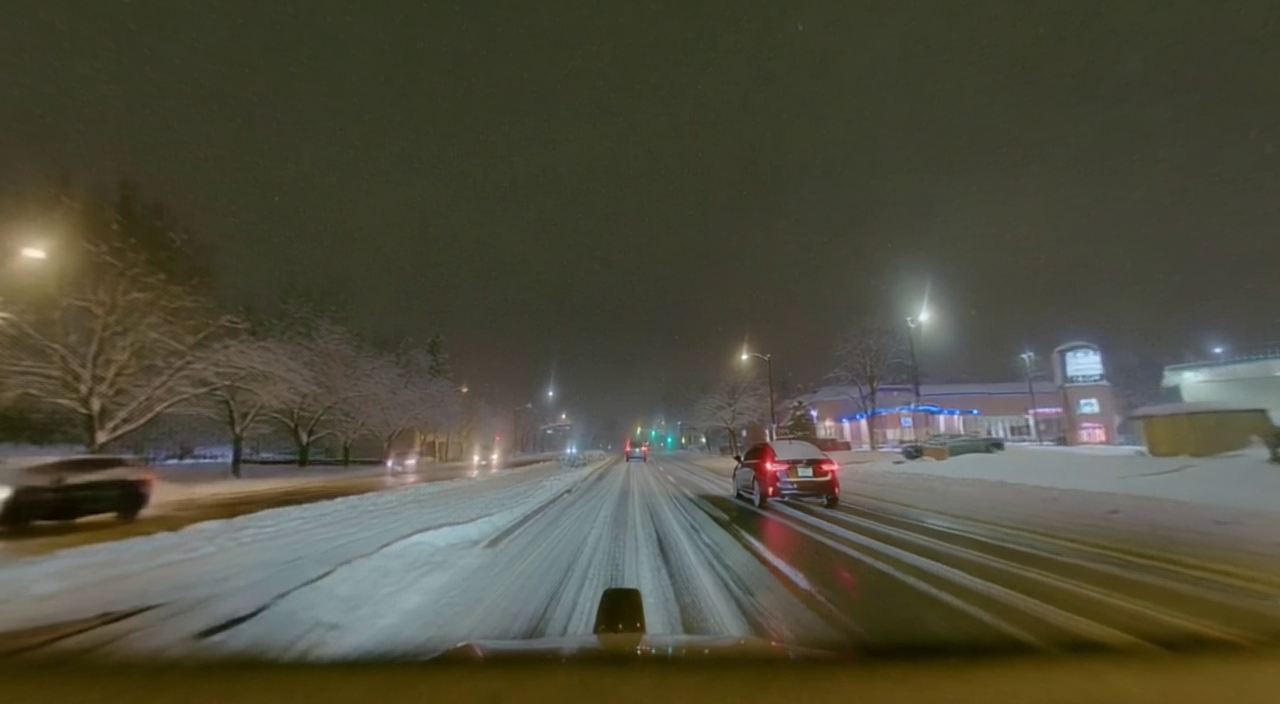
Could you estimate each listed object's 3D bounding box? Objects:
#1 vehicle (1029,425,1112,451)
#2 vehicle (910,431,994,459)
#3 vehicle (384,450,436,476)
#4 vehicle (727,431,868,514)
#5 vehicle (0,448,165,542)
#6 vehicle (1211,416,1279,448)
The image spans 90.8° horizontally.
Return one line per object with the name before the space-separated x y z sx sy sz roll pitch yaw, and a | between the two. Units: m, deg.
vehicle | 32.350 6.456 47.548 4.597 1.886 2.143 0 -8 0
vehicle | 19.979 5.943 40.559 4.376 1.735 1.854 0 -8 -2
vehicle | -16.662 8.011 46.004 2.032 1.728 4.633 0 -8 0
vehicle | 3.456 2.739 14.933 1.995 1.616 4.729 0 -8 -2
vehicle | -12.440 2.771 12.671 2.044 1.631 4.777 0 -8 0
vehicle | 39.263 5.053 39.894 4.356 1.913 2.003 0 -8 -2
